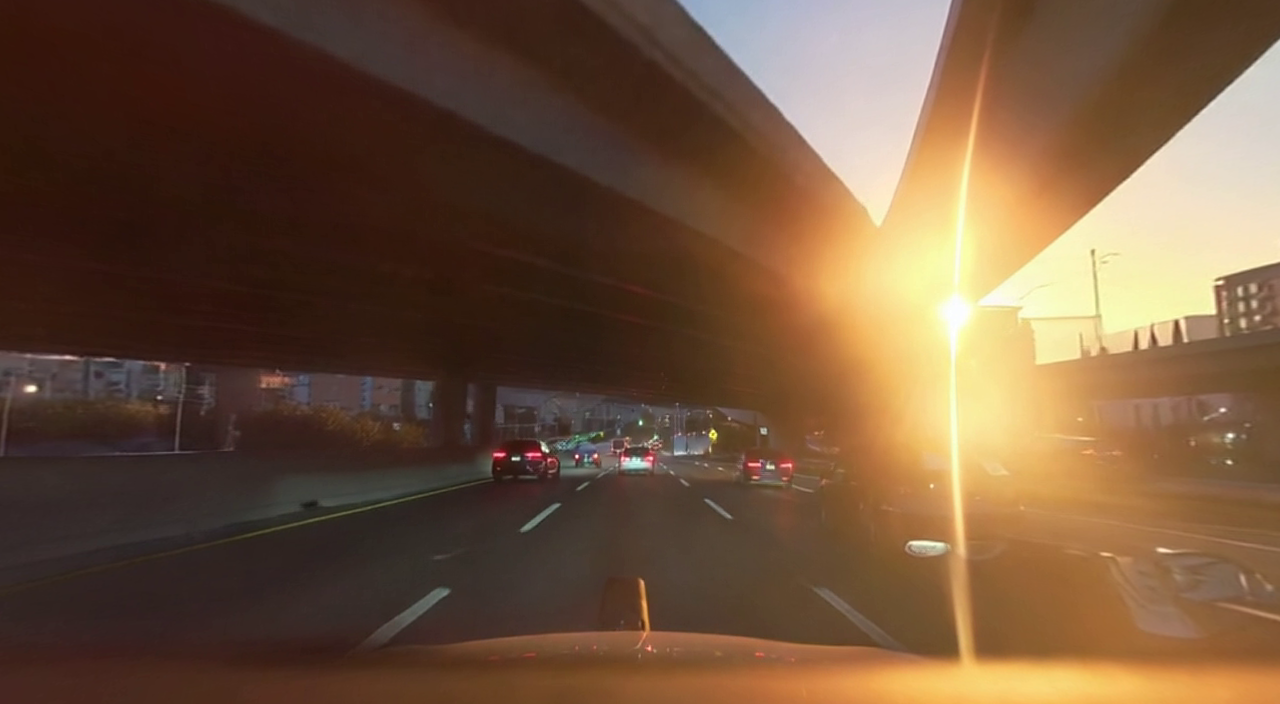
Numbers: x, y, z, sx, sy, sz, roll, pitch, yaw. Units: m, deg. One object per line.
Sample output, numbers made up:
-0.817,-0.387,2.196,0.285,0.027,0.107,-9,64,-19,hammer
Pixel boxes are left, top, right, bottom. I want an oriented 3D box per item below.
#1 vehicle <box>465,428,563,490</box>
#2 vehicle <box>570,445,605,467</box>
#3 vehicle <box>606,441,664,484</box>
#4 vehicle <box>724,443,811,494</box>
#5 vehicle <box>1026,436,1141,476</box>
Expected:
-4.000,3.511,20.910,2.142,1.819,4.648,0,-9,2,vehicle
-3.537,7.067,42.911,1.868,1.431,4.055,0,-9,2,vehicle
-0.178,4.284,24.699,2.089,1.493,3.964,0,-9,0,vehicle
4.062,3.774,20.737,1.974,1.490,3.994,0,-9,-1,vehicle
24.239,5.708,34.846,2.376,1.988,6.109,-1,-9,6,vehicle
